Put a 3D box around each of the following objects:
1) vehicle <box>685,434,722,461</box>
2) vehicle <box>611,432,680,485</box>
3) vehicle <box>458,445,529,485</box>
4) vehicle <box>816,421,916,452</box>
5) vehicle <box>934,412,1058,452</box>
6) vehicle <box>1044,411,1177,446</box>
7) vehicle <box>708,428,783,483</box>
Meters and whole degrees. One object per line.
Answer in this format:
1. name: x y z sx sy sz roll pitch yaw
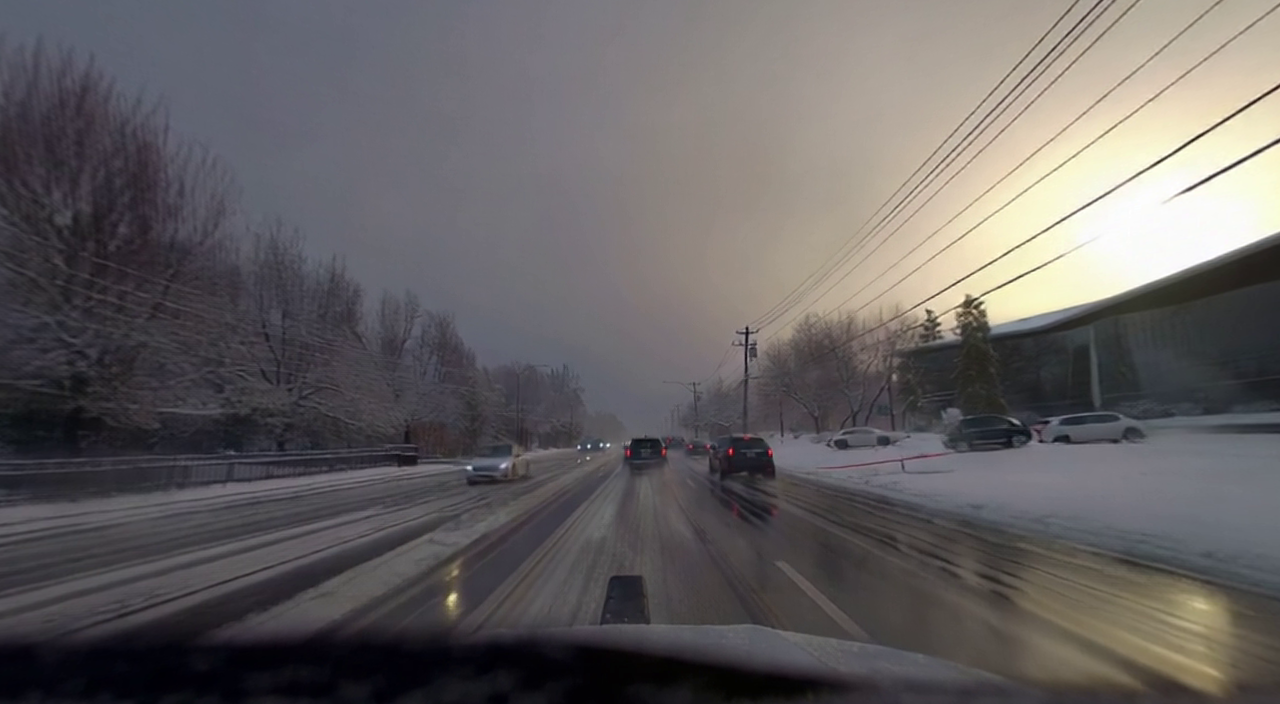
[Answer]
1. vehicle: 4.202 6.421 42.372 2.024 1.711 4.512 0 -8 0
2. vehicle: 0.208 3.678 22.133 2.200 1.653 4.127 0 -8 1
3. vehicle: -6.153 4.766 27.024 1.947 1.541 4.280 0 -8 1
4. vehicle: 15.192 5.694 42.501 5.731 1.720 2.822 -8 -10 31
5. vehicle: 16.101 3.669 28.687 4.392 1.709 2.002 0 -8 -2
6. vehicle: 21.756 3.560 29.272 4.641 1.477 1.844 -1 -8 -1
7. vehicle: 3.578 3.586 22.070 1.914 1.698 4.049 0 -8 0
